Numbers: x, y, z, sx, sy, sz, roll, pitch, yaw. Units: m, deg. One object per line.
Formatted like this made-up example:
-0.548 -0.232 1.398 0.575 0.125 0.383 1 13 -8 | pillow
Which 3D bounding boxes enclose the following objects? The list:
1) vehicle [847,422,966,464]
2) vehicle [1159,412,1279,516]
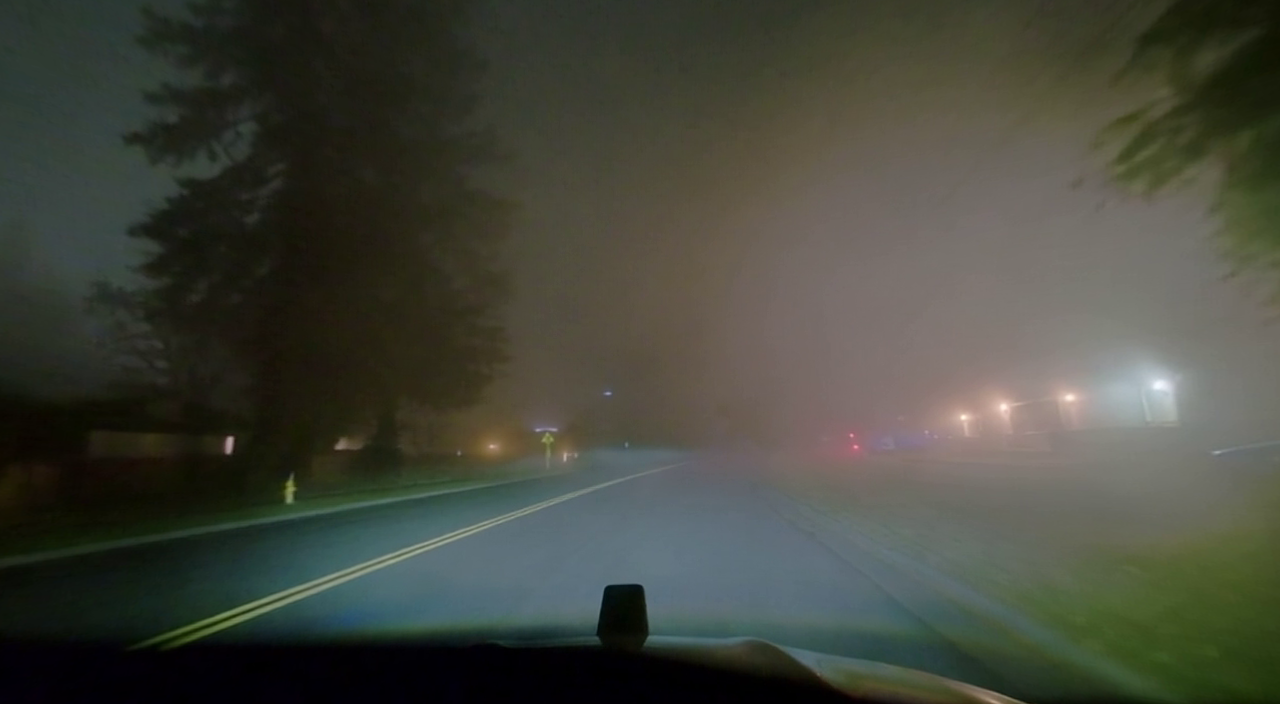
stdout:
14.767 5.135 35.320 5.704 1.788 2.095 -7 -11 14 | vehicle
11.335 1.540 9.642 4.644 1.441 2.074 -6 -10 11 | vehicle
